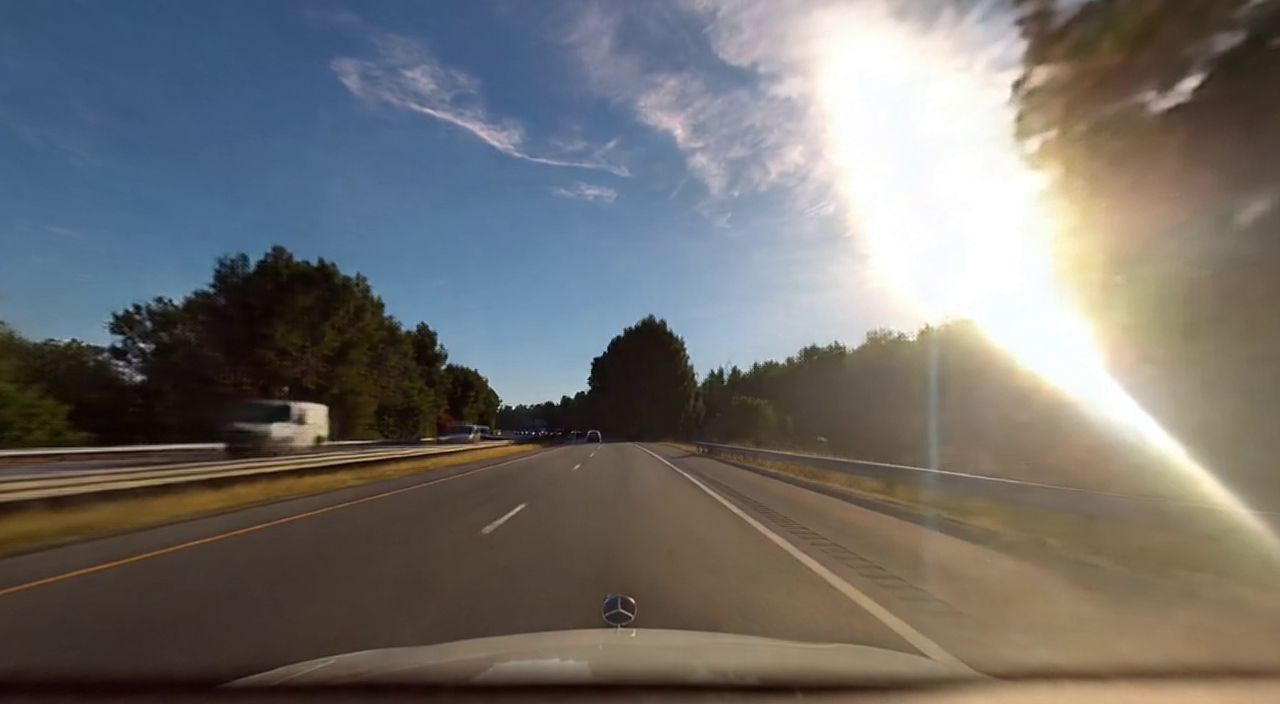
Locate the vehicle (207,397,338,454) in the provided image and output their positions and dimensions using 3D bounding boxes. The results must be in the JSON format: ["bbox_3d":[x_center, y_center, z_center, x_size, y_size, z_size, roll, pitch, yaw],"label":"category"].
[{"bbox_3d":[-18.098,3.751,31.560,2.609,2.539,6.751,0,-8,-2],"label":"vehicle"}]
